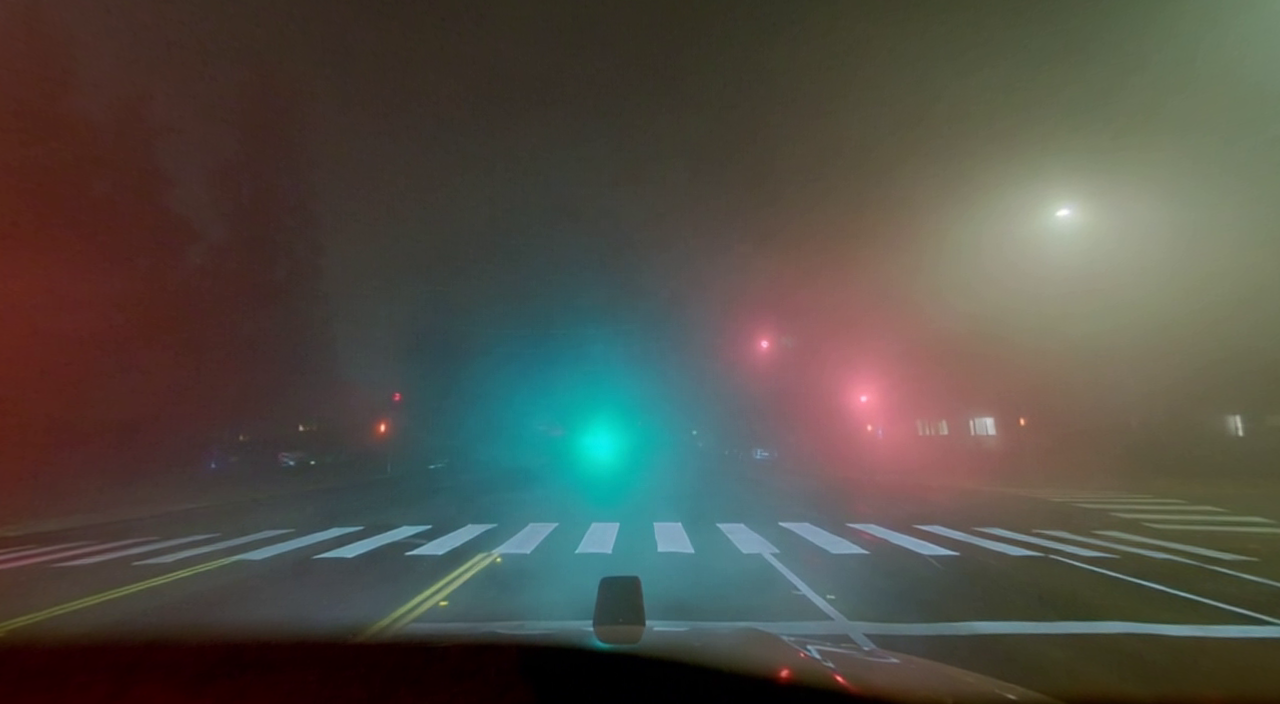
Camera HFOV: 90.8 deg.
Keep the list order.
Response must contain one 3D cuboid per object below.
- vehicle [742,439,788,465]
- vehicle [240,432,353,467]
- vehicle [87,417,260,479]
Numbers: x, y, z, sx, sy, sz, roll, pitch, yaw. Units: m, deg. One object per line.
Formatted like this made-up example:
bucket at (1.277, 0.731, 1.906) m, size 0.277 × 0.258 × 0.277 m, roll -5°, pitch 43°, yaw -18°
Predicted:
vehicle at (8.004, 6.433, 40.886) m, size 2.029 × 1.554 × 4.705 m, roll 0°, pitch -9°, yaw 1°
vehicle at (-17.950, 5.116, 33.156) m, size 4.743 × 1.734 × 1.994 m, roll 0°, pitch -9°, yaw 0°
vehicle at (-17.929, 3.720, 24.510) m, size 4.800 × 2.259 × 2.303 m, roll 0°, pitch -9°, yaw -1°
